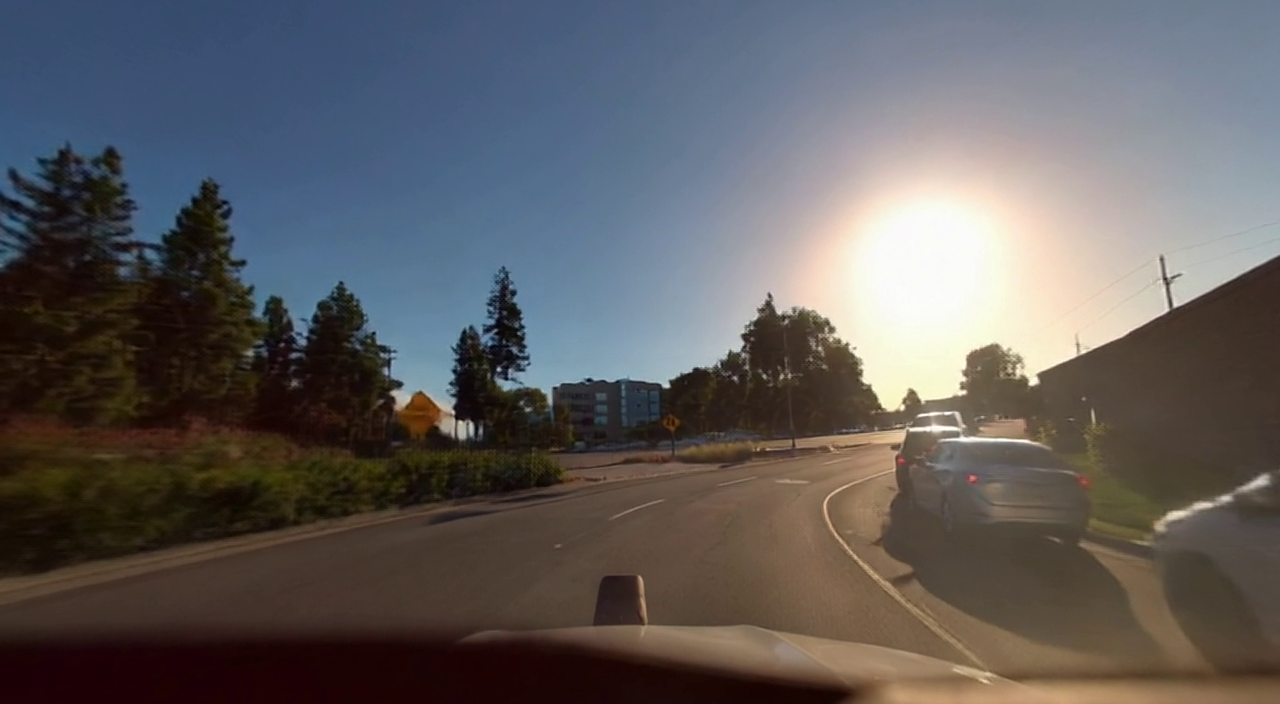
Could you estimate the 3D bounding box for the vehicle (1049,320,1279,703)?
[{"bbox_3d":[3.976,0.695,2.258,2.269,1.841,4.569,-1,-8,6],"label":"vehicle"}]
